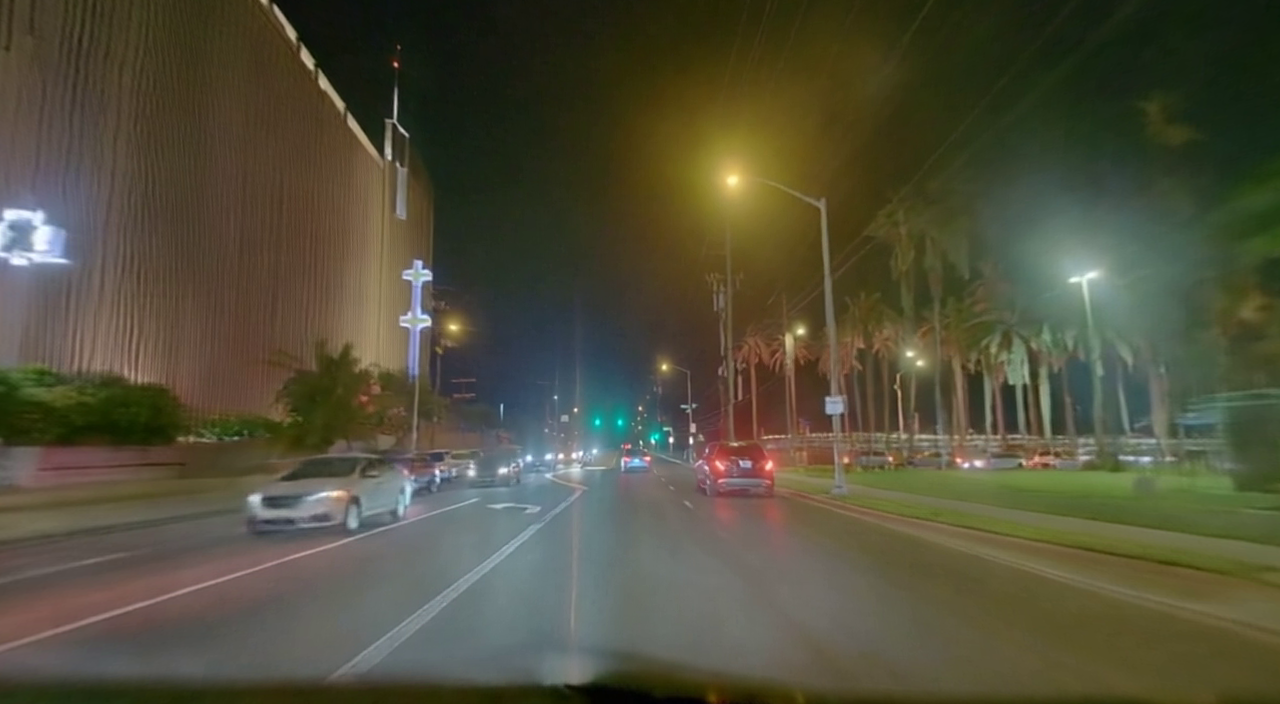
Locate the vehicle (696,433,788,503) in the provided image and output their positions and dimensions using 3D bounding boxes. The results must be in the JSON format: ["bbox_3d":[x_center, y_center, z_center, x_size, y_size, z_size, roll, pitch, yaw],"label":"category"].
[{"bbox_3d":[2.957,3.462,19.326,1.995,1.858,4.333,0,-8,-1],"label":"vehicle"}]

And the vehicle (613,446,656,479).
[{"bbox_3d":[-0.305,5.954,34.406,2.196,1.655,3.939,-1,-8,0],"label":"vehicle"}]

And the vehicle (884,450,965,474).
[{"bbox_3d":[20.237,7.808,45.039,4.673,1.592,2.193,-1,-8,1],"label":"vehicle"}]

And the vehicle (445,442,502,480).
[{"bbox_3d":[-9.143,5.988,34.969,2.037,1.939,3.958,-1,-8,0],"label":"vehicle"}]

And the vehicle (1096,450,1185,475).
[{"bbox_3d":[35.686,7.872,45.108,4.642,1.646,2.017,0,-9,-1],"label":"vehicle"}]

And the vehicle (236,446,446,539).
[{"bbox_3d":[-5.859,2.764,13.203,2.135,1.542,4.575,-1,-8,0],"label":"vehicle"}]

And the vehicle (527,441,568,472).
[{"bbox_3d":[-6.169,7.008,42.591,2.106,1.890,4.783,0,-8,-1],"label":"vehicle"}]

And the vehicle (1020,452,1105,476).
[{"bbox_3d":[29.881,7.946,44.814,4.463,1.600,2.122,-1,-8,0],"label":"vehicle"}]

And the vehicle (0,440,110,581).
[{"bbox_3d":[-9.104,1.959,7.583,1.933,1.763,4.023,-1,-8,0],"label":"vehicle"}]

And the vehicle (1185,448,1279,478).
[{"bbox_3d":[43.010,7.908,45.220,5.613,2.019,2.704,0,-8,-6],"label":"vehicle"}]

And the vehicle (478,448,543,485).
[{"bbox_3d":[-5.935,5.279,29.528,2.074,1.541,4.395,-1,-8,0],"label":"vehicle"}]

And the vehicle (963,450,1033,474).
[{"bbox_3d":[25.332,7.812,44.815,3.611,1.590,2.171,0,-9,-1],"label":"vehicle"}]
